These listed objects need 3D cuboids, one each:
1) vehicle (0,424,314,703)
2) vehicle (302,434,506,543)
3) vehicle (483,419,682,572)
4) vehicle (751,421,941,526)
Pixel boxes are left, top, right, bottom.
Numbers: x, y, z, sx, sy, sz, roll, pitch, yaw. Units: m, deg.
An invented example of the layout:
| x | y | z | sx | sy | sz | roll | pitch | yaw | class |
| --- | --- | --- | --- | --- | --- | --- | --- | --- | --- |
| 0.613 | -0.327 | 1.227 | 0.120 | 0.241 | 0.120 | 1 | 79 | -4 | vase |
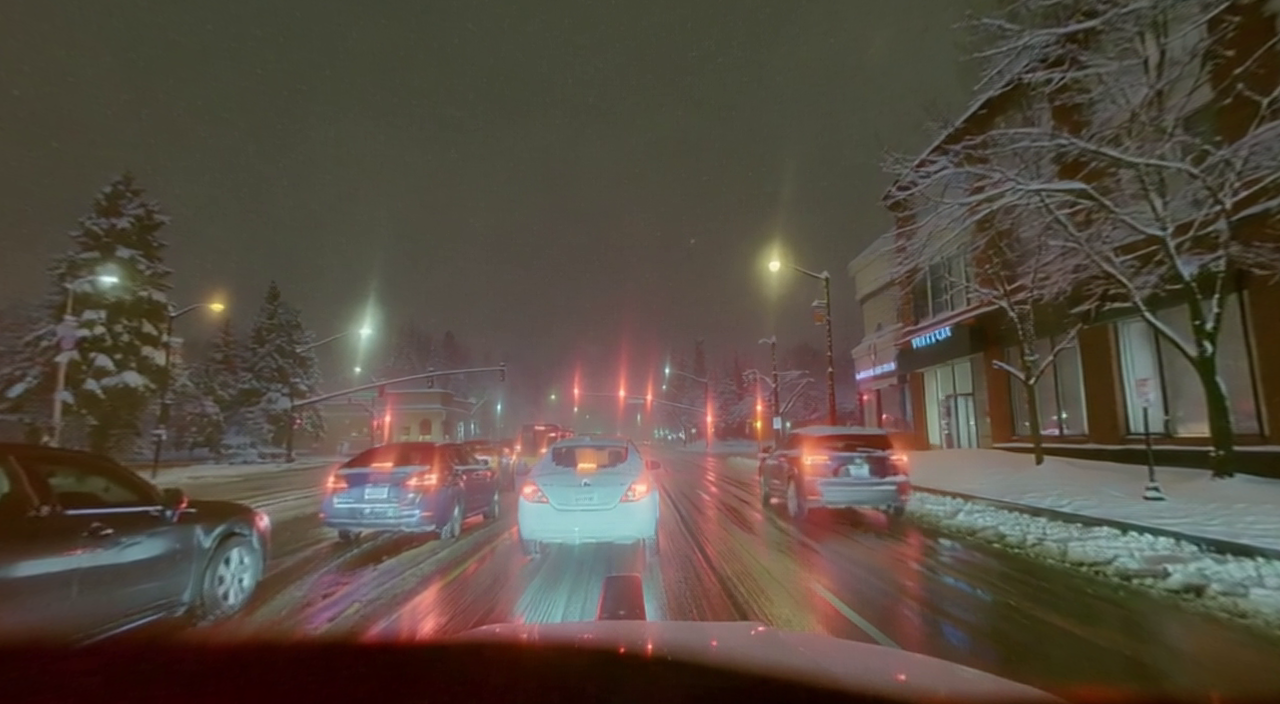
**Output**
| x | y | z | sx | sy | sz | roll | pitch | yaw | class |
| --- | --- | --- | --- | --- | --- | --- | --- | --- | --- |
| -4.129 | 1.186 | 3.710 | 2.020 | 1.457 | 4.496 | 0 | -9 | 0 | vehicle |
| -3.733 | 2.217 | 10.933 | 1.950 | 1.487 | 4.130 | 0 | -9 | 0 | vehicle |
| -0.618 | 1.772 | 8.532 | 2.042 | 1.555 | 3.912 | 0 | -9 | -1 | vehicle |
| 3.670 | 2.260 | 12.285 | 2.097 | 1.651 | 4.300 | 0 | -9 | -2 | vehicle |
